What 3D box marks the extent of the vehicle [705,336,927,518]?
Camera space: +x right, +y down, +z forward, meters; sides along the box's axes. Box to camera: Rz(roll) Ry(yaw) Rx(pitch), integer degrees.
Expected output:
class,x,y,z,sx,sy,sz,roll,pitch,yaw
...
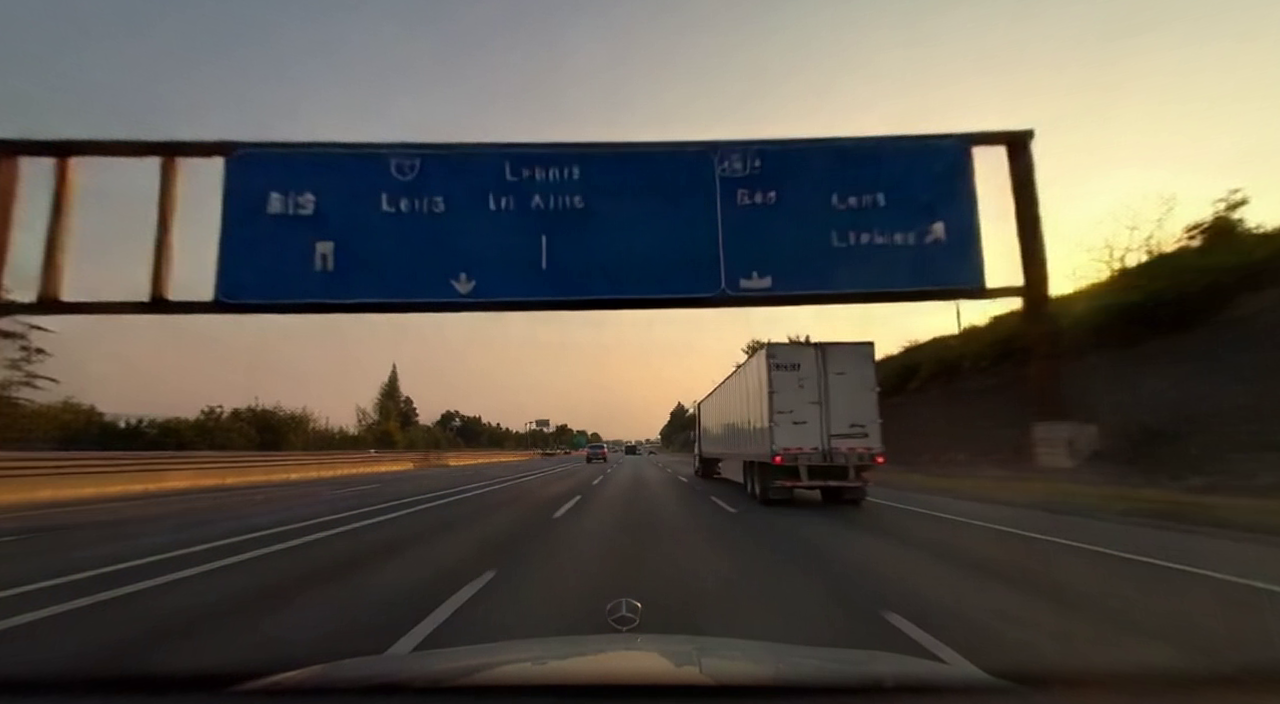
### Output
class,x,y,z,sx,sy,sz,roll,pitch,yaw
vehicle,4.021,2.365,18.226,2.823,3.509,12.118,0,-9,0

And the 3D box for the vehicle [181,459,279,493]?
class,x,y,z,sx,sy,sz,roll,pitch,yaw
vehicle,-19.744,5.972,30.425,1.832,1.402,4.349,0,-9,0
